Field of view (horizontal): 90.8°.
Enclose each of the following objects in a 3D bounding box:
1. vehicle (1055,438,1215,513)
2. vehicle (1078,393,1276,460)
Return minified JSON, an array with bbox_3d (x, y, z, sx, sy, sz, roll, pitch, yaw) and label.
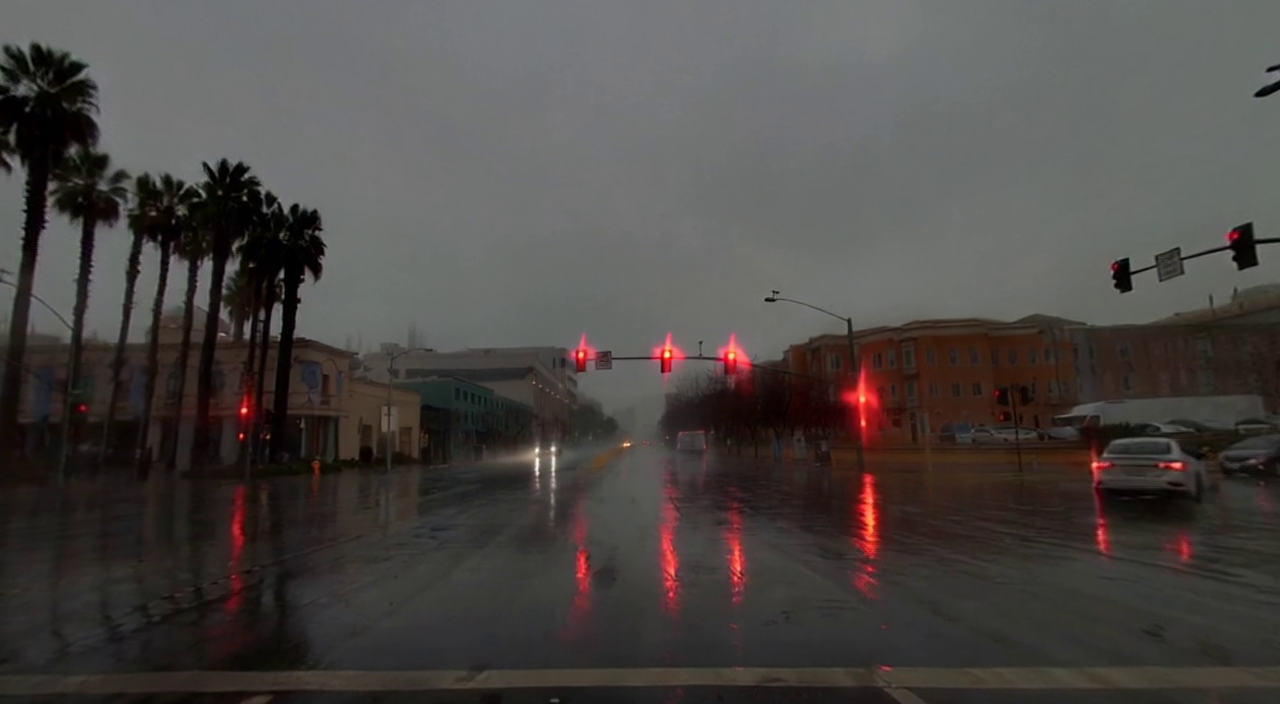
[{"bbox_3d":[11.648,2.780,14.750,4.520,1.475,2.003,8,-11,-41],"label":"vehicle"},{"bbox_3d":[32.624,4.723,39.337,2.863,3.609,10.252,0,-8,-3],"label":"vehicle"}]
